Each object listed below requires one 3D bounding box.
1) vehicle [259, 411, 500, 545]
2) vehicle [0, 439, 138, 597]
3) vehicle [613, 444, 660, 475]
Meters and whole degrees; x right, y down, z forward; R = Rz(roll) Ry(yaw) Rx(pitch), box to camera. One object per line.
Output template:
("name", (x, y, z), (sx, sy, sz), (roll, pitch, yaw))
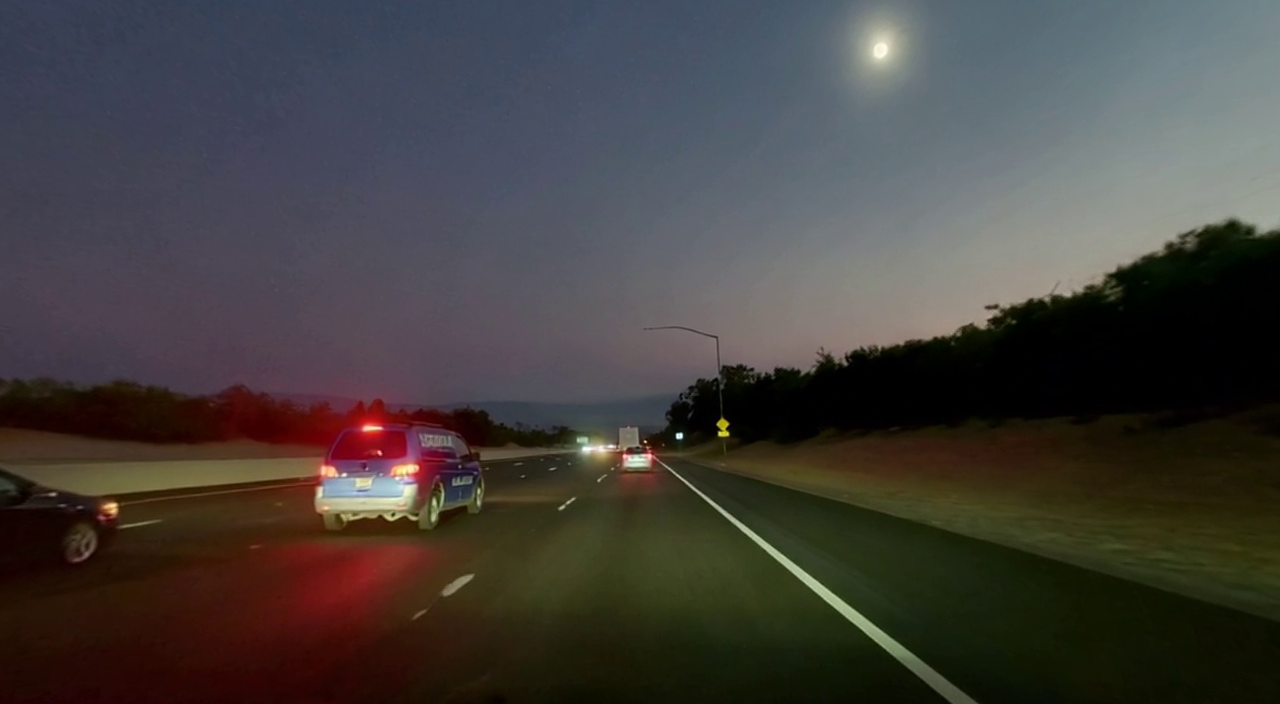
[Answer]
("vehicle", (-4.214, 2.143, 11.405), (2.174, 1.862, 5.012), (0, -9, 0))
("vehicle", (-7.077, 1.406, 4.965), (2.253, 1.454, 4.828), (0, -9, 1))
("vehicle", (-0.163, 5.401, 31.899), (2.238, 1.479, 3.672), (0, -9, 1))
